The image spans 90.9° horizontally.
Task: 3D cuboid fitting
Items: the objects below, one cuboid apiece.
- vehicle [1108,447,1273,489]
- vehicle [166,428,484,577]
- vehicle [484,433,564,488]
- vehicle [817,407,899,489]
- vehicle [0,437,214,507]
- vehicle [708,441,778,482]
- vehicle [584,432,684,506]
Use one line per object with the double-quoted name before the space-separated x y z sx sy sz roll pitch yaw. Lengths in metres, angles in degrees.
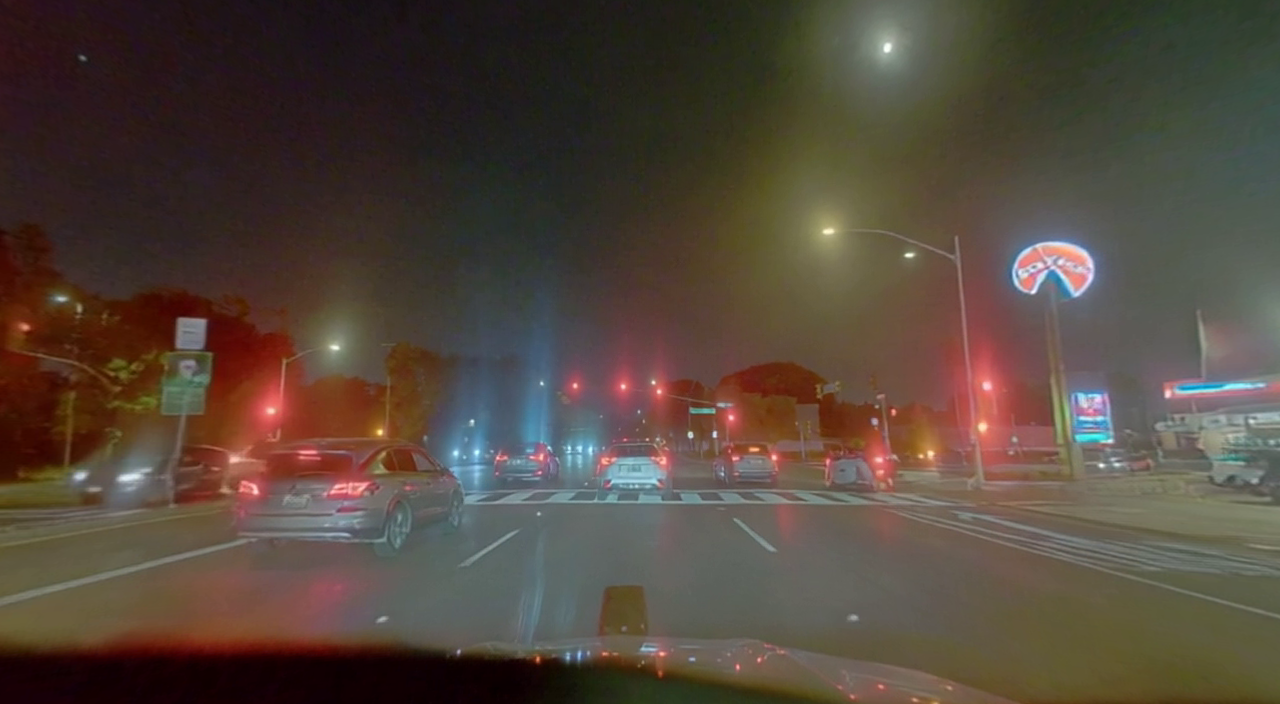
"vehicle" 22.509 4.698 25.973 1.993 1.517 4.601 5 -10 -30
"vehicle" -3.784 1.871 8.797 1.992 1.493 4.688 0 -8 0
"vehicle" -3.859 3.687 21.734 1.983 1.685 3.997 0 -8 0
"vehicle" 9.494 4.187 27.688 2.613 3.281 2.673 3 -8 -1
"vehicle" -16.230 3.574 19.448 2.237 1.840 5.567 0 -8 0
"vehicle" 4.045 4.365 25.520 1.979 1.485 4.207 0 -8 -2
"vehicle" -0.143 2.802 15.507 2.121 1.563 4.031 0 -8 0
